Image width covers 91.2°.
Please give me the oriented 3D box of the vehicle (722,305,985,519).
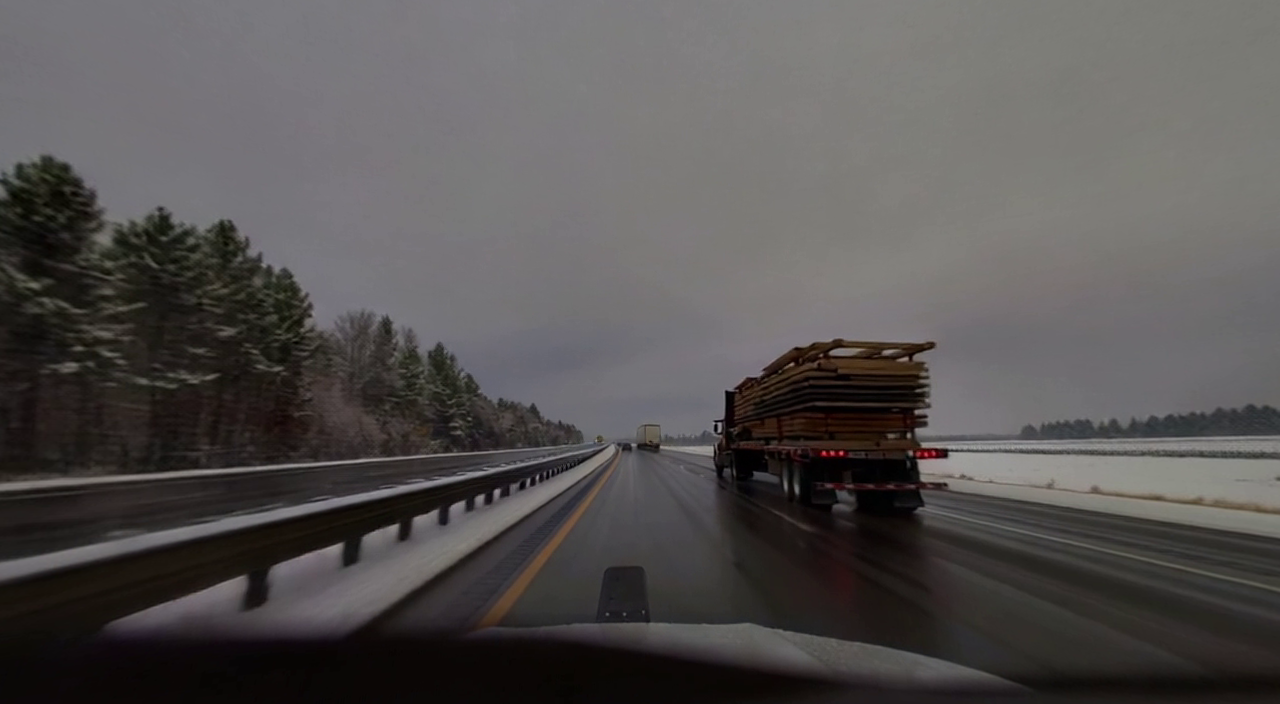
[{"bbox_3d":[4.866,2.122,18.754,2.914,4.000,14.078,0,-9,0],"label":"vehicle"}]
